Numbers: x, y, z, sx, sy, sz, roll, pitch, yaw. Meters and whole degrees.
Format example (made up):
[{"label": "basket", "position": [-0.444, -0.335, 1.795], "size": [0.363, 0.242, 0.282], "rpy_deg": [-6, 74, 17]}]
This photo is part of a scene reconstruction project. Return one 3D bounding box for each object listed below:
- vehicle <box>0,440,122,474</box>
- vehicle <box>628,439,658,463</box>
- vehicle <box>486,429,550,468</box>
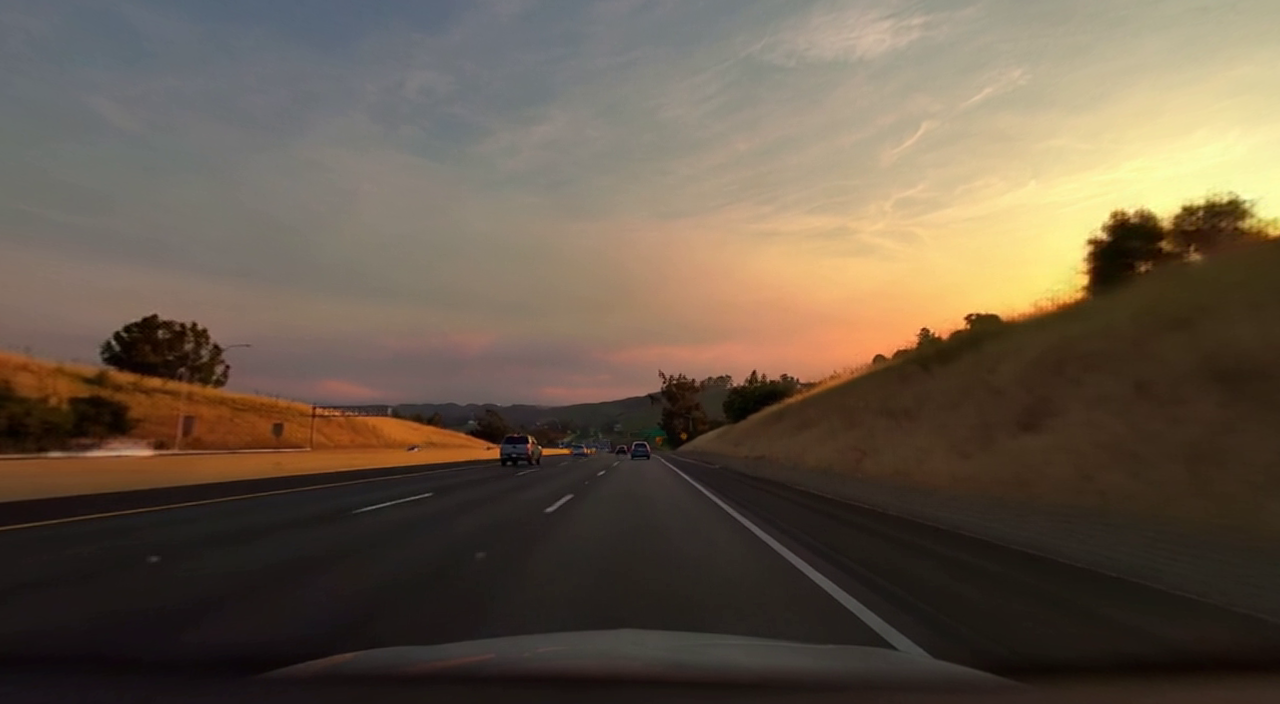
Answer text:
[{"label": "vehicle", "position": [-29.224, 5.275, 31.951], "size": [1.951, 1.549, 4.563], "rpy_deg": [0, -8, 1]}, {"label": "vehicle", "position": [0.217, 7.464, 47.648], "size": [2.141, 1.706, 4.065], "rpy_deg": [0, -8, -1]}, {"label": "vehicle", "position": [-6.707, 5.391, 35.334], "size": [2.438, 1.967, 5.596], "rpy_deg": [0, -8, 0]}]
